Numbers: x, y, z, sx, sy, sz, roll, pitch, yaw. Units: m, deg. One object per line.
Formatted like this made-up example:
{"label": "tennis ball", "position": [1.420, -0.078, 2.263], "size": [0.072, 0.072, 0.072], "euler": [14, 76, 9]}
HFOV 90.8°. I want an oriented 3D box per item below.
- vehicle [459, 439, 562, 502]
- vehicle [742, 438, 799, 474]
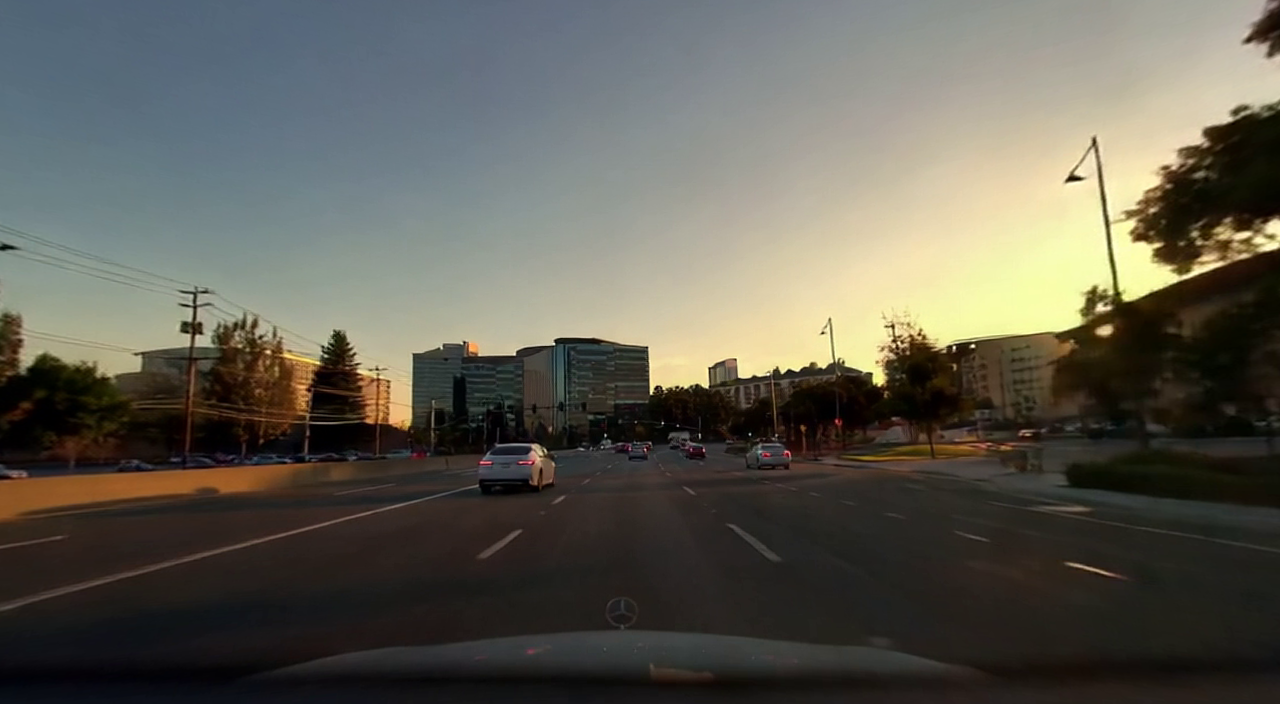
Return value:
{"label": "vehicle", "position": [-3.318, 3.116, 17.075], "size": [1.837, 1.463, 4.311], "euler": [0, -8, 0]}
{"label": "vehicle", "position": [6.613, 5.303, 32.440], "size": [1.945, 1.706, 4.190], "euler": [0, -8, -1]}
